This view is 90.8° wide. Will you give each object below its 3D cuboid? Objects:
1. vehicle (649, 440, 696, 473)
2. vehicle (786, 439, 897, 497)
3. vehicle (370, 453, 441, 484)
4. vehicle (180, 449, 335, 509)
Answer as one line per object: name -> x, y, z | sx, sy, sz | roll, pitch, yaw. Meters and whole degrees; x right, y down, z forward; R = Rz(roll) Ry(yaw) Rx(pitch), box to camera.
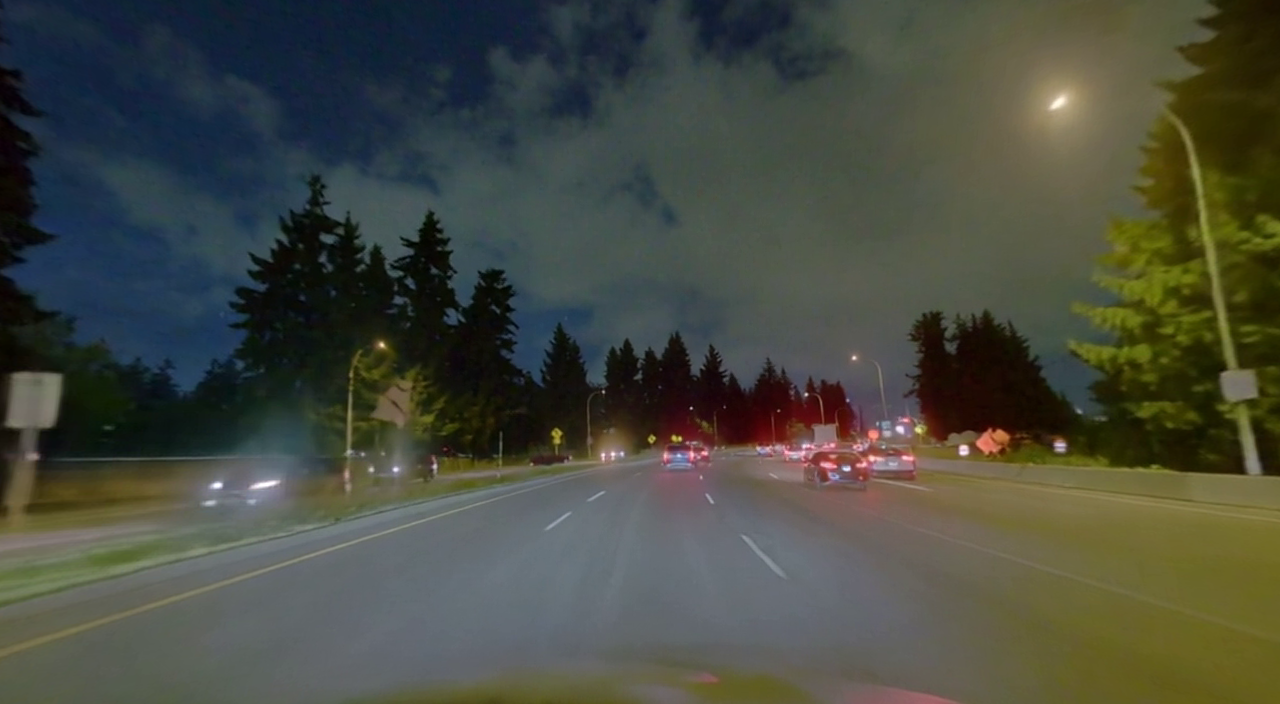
vehicle -> 1.849, 5.673, 34.457 | 2.201, 1.676, 4.541 | -1, -9, 7
vehicle -> 5.679, 3.313, 18.430 | 2.044, 1.474, 4.083 | -1, -9, 3
vehicle -> -13.566, 6.752, 36.864 | 1.913, 1.610, 4.549 | -1, -9, 7
vehicle -> -11.958, 3.962, 20.183 | 2.032, 1.657, 4.271 | -1, -9, 4
